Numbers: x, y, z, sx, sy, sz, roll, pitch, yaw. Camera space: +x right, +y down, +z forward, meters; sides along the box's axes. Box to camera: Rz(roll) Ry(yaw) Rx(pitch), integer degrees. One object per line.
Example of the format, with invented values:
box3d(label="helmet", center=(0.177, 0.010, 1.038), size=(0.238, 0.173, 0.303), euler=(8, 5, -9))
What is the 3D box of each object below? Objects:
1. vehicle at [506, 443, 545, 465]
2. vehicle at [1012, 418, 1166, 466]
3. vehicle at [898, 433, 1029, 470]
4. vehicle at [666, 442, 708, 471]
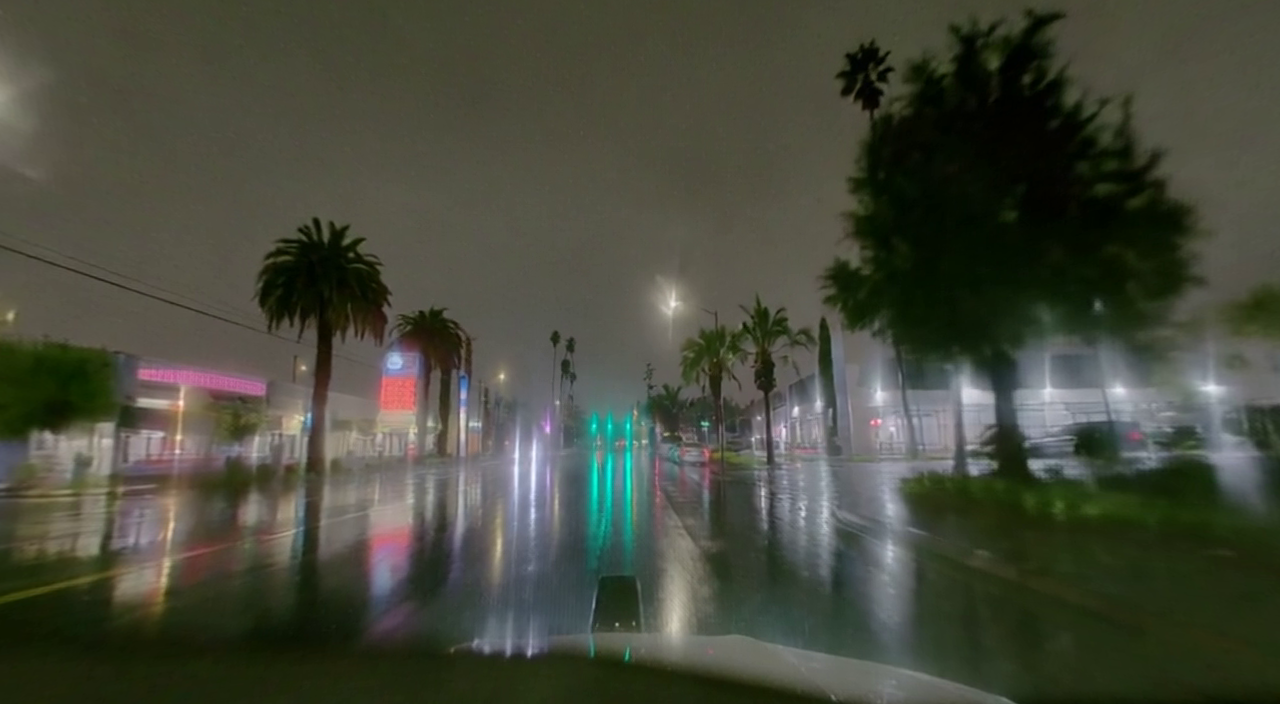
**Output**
box3d(label="vehicle", center=(-8.064, 7.224, 44.731), size=(1.923, 1.485, 4.186), euler=(0, -9, 1))
box3d(label="vehicle", center=(20.162, 4.072, 28.582), size=(5.214, 2.017, 2.220), euler=(0, -8, 0))
box3d(label="vehicle", center=(14.524, 4.484, 28.575), size=(4.793, 1.537, 2.105), euler=(1, -8, -1))
box3d(label="vehicle", center=(2.681, 6.097, 37.084), size=(2.046, 1.588, 4.508), euler=(0, -9, 0))
